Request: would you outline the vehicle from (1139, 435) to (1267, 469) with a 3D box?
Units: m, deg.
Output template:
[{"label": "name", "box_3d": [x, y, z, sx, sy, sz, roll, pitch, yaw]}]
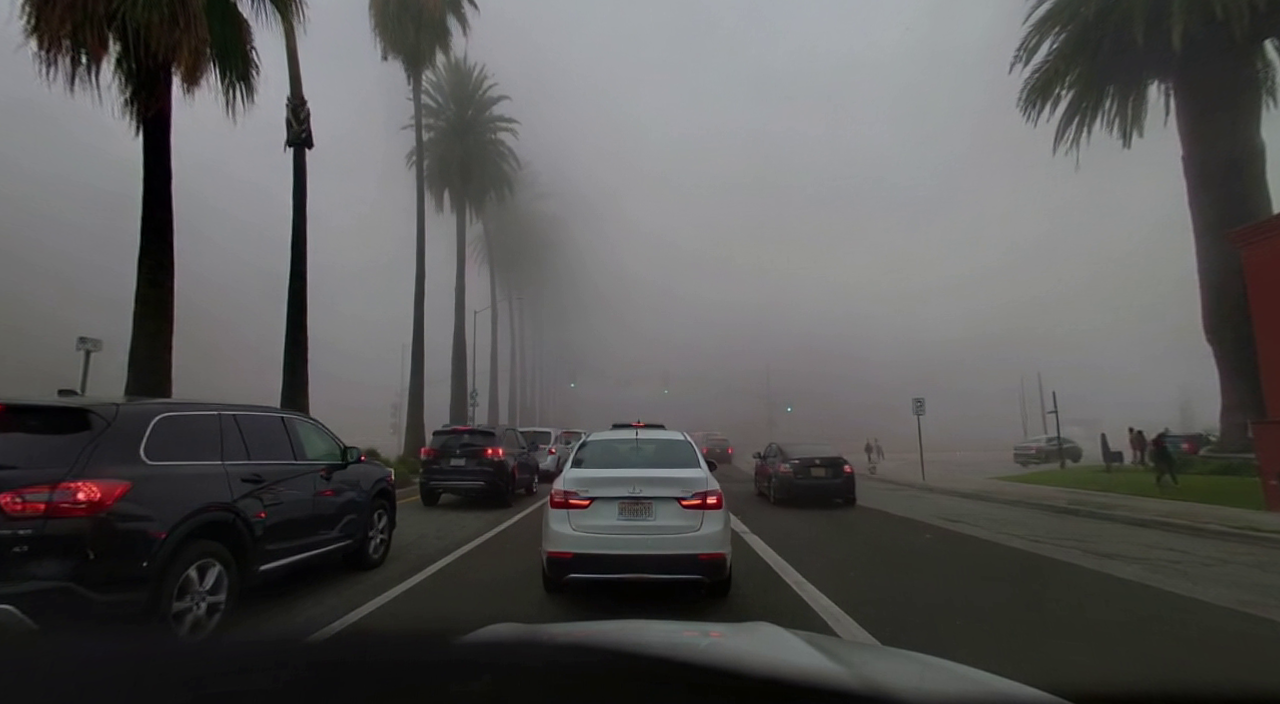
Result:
[{"label": "vehicle", "box_3d": [25.464, 4.533, 28.644, 3.914, 1.427, 1.779, -2, -8, 5]}]

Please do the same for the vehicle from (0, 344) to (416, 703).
[{"label": "vehicle", "box_3d": [-3.536, 1.144, 5.019, 1.914, 1.741, 4.398, 0, -8, -1]}]

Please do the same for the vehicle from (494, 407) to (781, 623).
[{"label": "vehicle", "box_3d": [-0.046, 1.521, 6.866, 2.114, 1.585, 4.285, 0, -8, -1]}]

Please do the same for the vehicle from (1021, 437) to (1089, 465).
[{"label": "vehicle", "box_3d": [26.045, 6.247, 39.705, 1.882, 1.672, 3.957, -1, -9, 7]}]

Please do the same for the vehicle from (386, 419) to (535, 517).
[{"label": "vehicle", "box_3d": [-3.476, 2.325, 13.080, 1.840, 1.684, 4.041, 0, -8, 1]}]

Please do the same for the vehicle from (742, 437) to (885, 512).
[{"label": "vehicle", "box_3d": [3.825, 2.786, 14.875, 1.982, 1.480, 4.572, 0, -8, -1]}]
